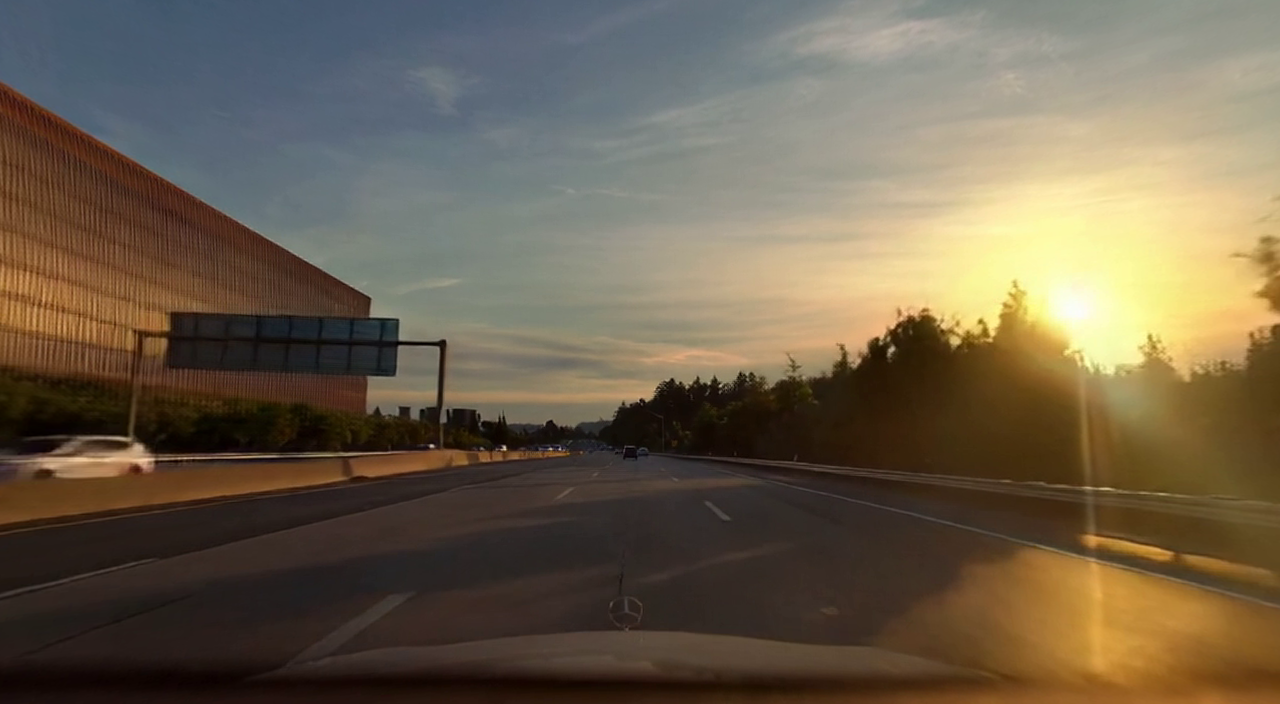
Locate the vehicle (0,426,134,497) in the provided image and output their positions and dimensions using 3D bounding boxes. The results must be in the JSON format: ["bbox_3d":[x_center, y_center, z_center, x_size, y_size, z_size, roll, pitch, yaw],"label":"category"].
[{"bbox_3d":[-14.458,2.529,14.668,1.878,1.478,4.122,0,-9,0],"label":"vehicle"}]
